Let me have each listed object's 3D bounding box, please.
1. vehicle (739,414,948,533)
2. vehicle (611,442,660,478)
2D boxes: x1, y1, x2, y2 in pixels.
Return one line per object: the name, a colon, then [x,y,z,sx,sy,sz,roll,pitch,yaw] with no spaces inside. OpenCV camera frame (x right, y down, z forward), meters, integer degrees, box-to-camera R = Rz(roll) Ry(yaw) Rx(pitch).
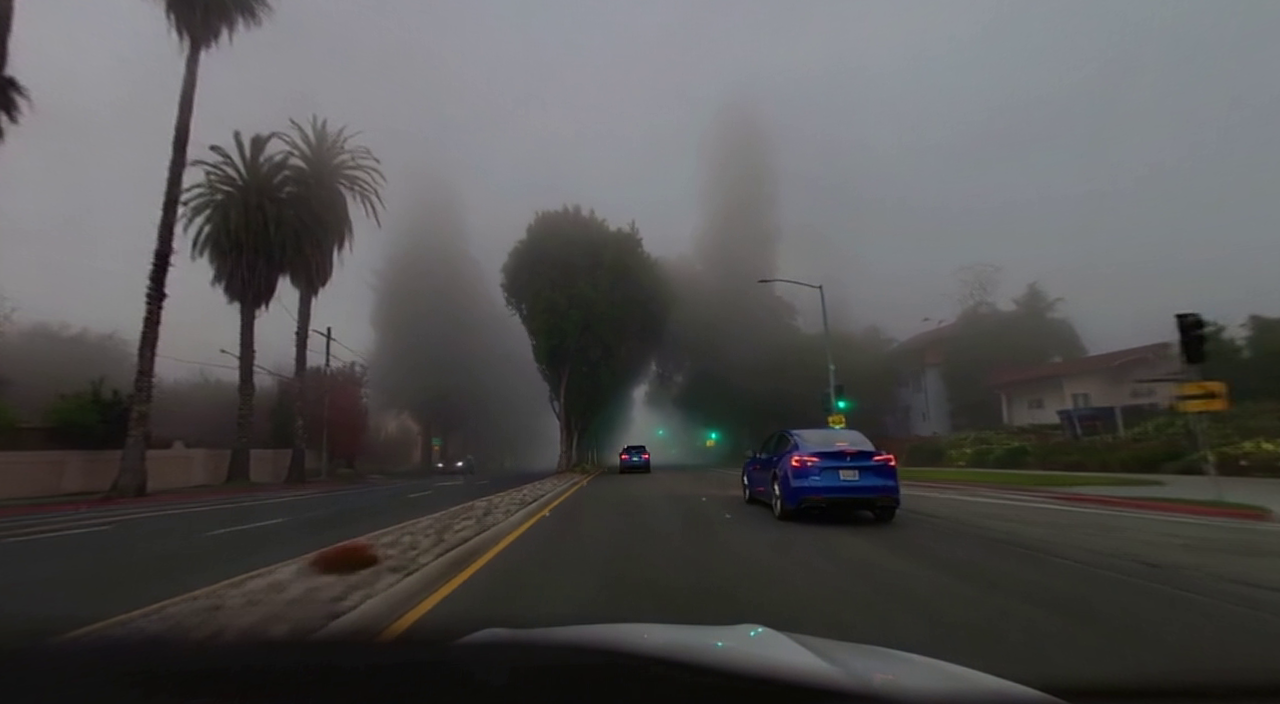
vehicle: [3.540,2.251,12.351,2.205,1.803,5.135,0,-9,-2]
vehicle: [-0.283,5.488,32.375,2.341,1.709,4.466,0,-9,-1]
